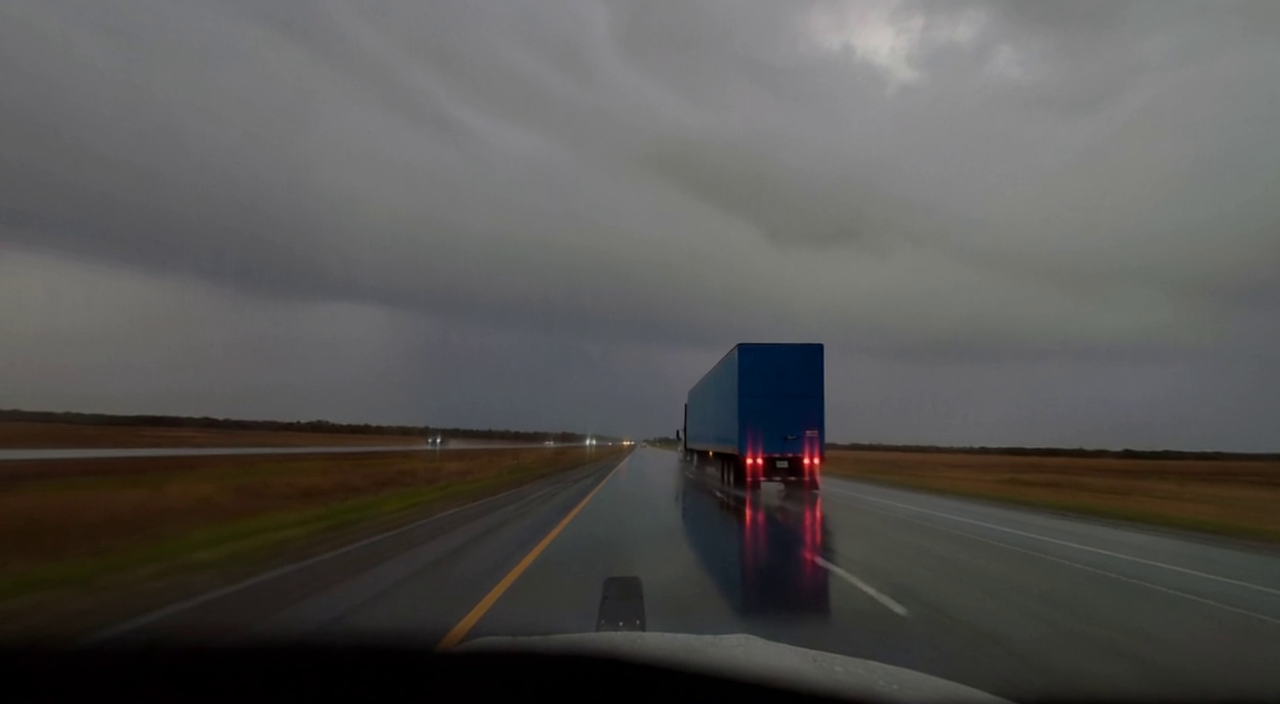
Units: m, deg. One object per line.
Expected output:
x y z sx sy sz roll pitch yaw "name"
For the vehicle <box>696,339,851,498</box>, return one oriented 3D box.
4.079 2.708 23.128 2.818 4.206 12.987 0 -9 0 "vehicle"
